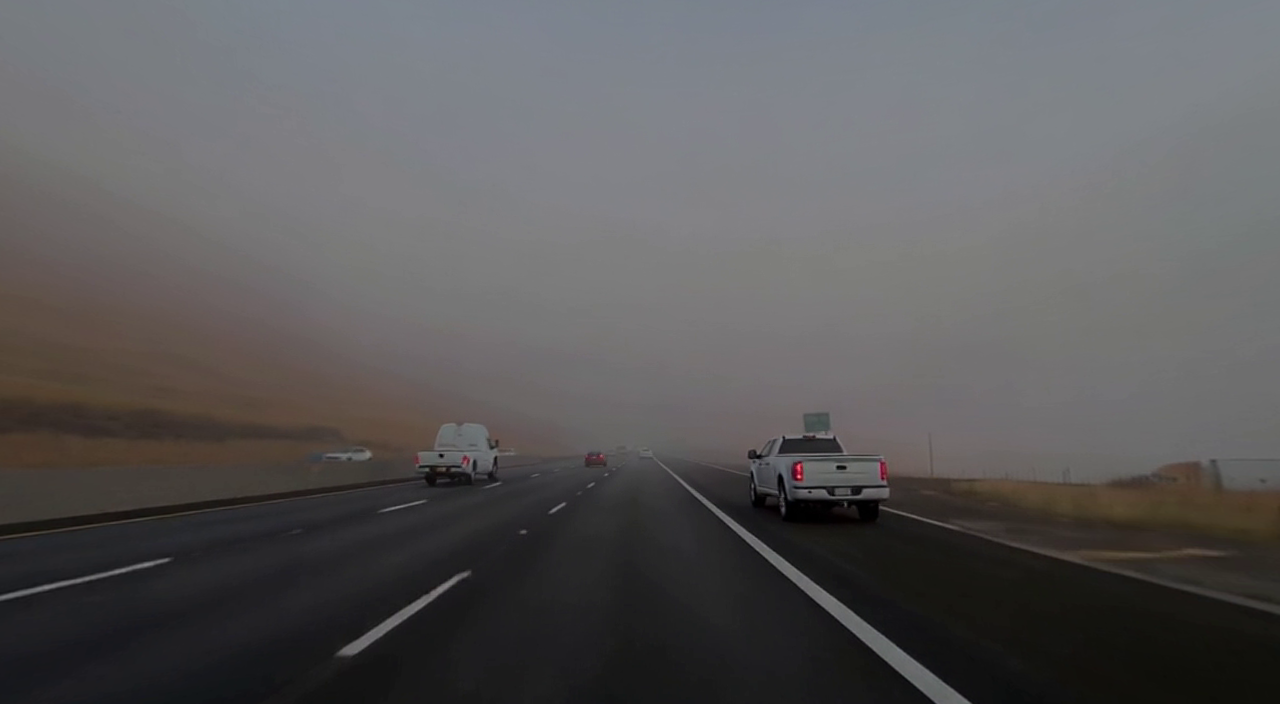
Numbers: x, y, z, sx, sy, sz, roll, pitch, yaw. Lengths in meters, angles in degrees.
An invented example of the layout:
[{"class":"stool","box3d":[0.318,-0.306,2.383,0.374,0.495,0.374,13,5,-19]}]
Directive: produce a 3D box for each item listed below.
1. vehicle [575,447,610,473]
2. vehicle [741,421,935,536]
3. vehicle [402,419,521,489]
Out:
[{"class":"vehicle","box3d":[-3.114,7.196,42.214,2.009,1.593,4.378,0,-9,0]},{"class":"vehicle","box3d":[3.494,2.356,12.296,2.231,1.789,4.700,0,-9,0]},{"class":"vehicle","box3d":[-7.097,4.216,26.232,2.937,2.509,7.090,0,-9,-1]}]
